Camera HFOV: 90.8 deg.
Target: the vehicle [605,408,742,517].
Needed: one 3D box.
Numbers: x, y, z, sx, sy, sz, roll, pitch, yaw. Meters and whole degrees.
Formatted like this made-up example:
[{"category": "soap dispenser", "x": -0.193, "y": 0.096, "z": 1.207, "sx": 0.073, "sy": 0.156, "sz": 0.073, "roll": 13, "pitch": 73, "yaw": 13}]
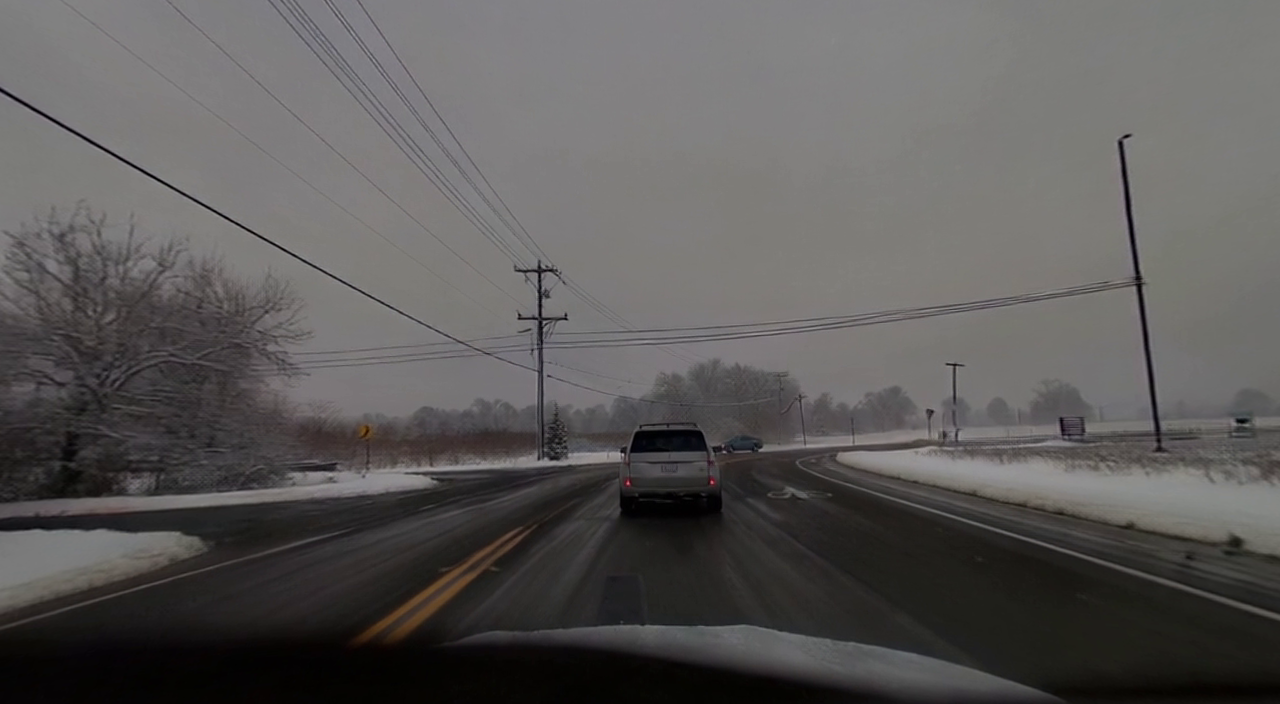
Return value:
[{"category": "vehicle", "x": 0.644, "y": 2.255, "z": 13.291, "sx": 2.364, "sy": 1.859, "sz": 4.538, "roll": 0, "pitch": -8, "yaw": 2}]
